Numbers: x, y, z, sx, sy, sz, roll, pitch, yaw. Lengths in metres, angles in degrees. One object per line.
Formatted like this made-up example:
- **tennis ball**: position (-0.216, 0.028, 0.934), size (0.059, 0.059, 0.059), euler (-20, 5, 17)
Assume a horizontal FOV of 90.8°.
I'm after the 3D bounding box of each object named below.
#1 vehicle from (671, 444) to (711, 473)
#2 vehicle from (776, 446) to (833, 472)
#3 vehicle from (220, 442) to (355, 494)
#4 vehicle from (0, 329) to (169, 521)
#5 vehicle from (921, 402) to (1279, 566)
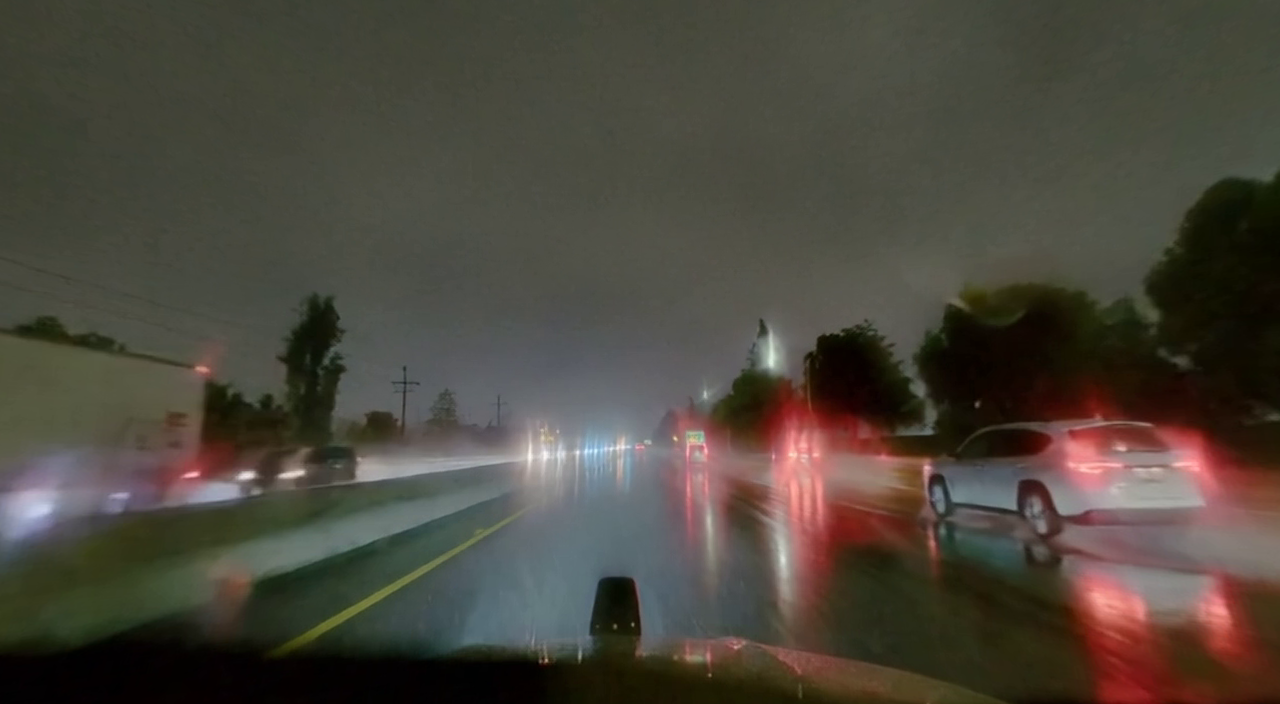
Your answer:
- **vehicle**: position (3.036, 6.447, 38.471), size (2.018, 1.600, 4.121), euler (0, -9, -2)
- **vehicle**: position (10.060, 6.594, 39.138), size (1.987, 1.502, 5.130), euler (0, -9, -2)
- **vehicle**: position (-11.797, 3.893, 21.593), size (1.983, 1.581, 4.625), euler (0, -9, -1)
- **vehicle**: position (-15.325, 1.040, 10.083), size (3.035, 4.124, 16.807), euler (0, -9, -1)
- **vehicle**: position (6.853, 1.917, 10.008), size (2.244, 1.858, 5.414), euler (0, -9, -1)
